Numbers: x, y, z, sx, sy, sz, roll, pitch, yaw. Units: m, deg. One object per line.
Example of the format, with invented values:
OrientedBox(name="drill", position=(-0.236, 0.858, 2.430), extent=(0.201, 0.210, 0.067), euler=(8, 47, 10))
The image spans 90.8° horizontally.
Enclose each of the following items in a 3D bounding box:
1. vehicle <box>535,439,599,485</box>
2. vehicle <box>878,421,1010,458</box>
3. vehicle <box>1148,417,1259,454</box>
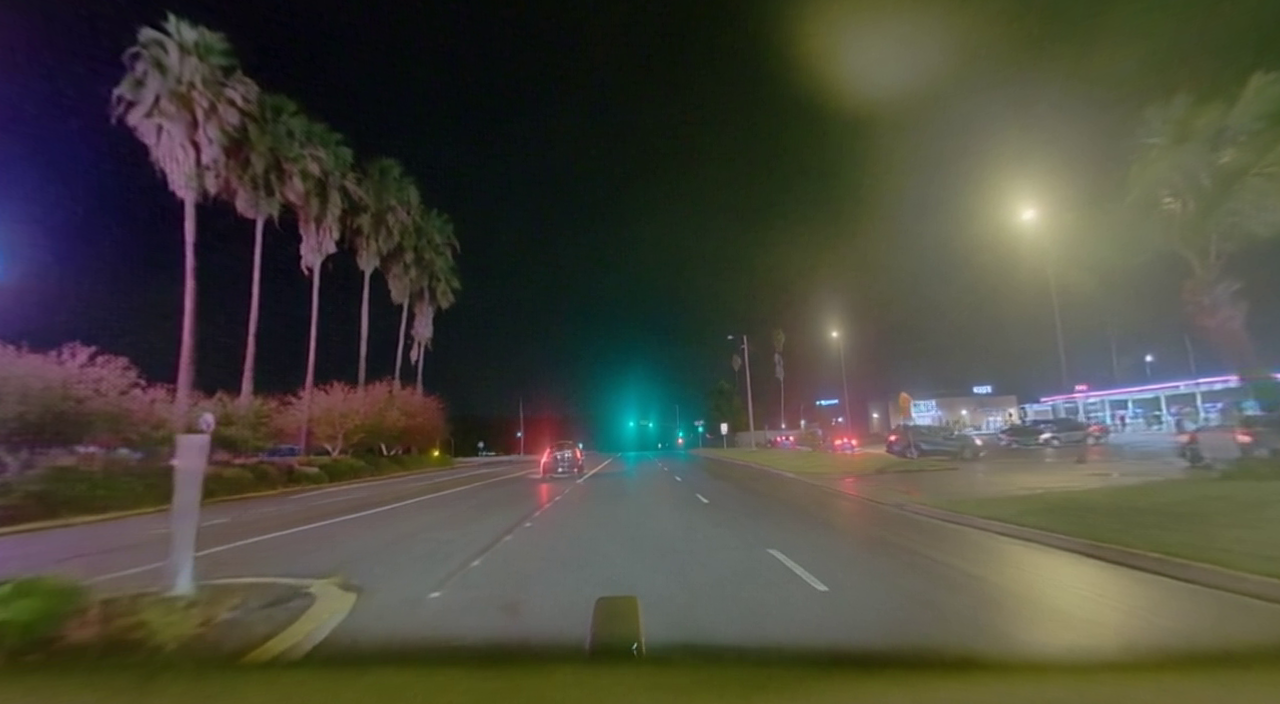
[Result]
OrientedBox(name="vehicle", position=(-2.747, 4.028, 23.478), extent=(2.073, 1.525, 4.809), euler=(1, -9, -8))
OrientedBox(name="vehicle", position=(14.463, 4.202, 30.296), extent=(5.317, 1.700, 1.901), euler=(0, -9, 0))
OrientedBox(name="vehicle", position=(27.284, 4.075, 30.666), extent=(3.685, 1.459, 1.685), euler=(3, -12, 1))
